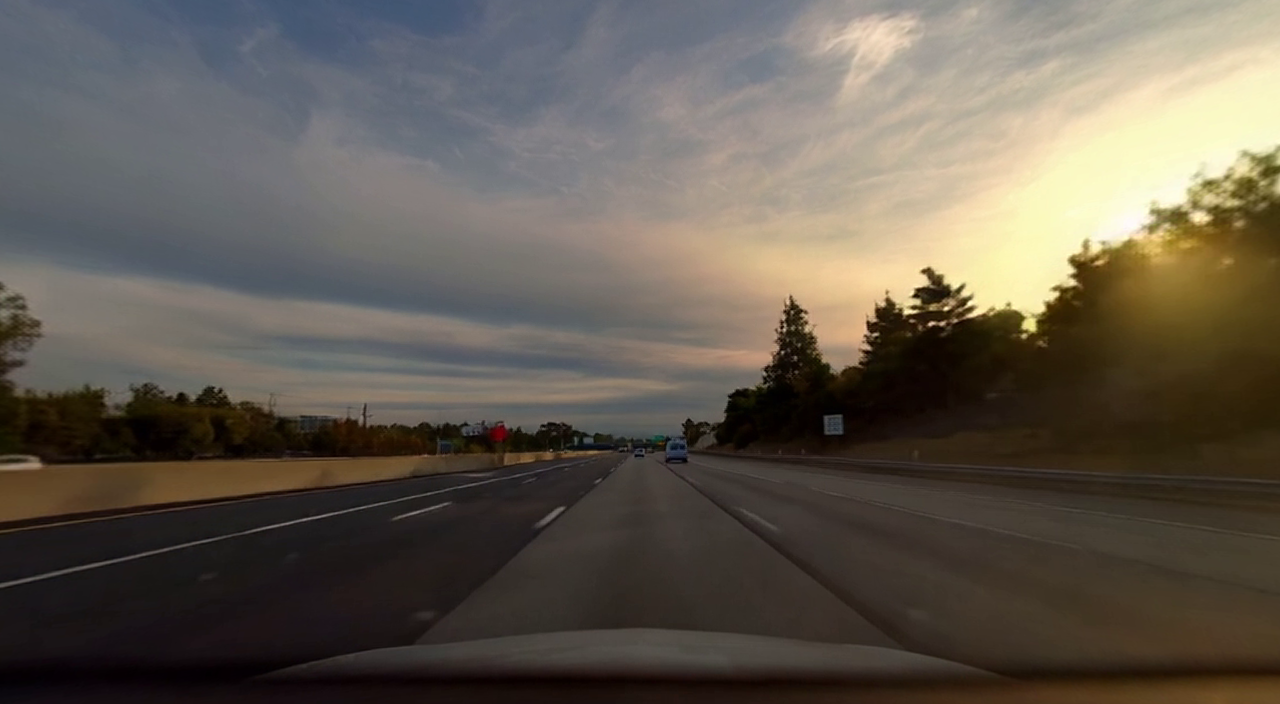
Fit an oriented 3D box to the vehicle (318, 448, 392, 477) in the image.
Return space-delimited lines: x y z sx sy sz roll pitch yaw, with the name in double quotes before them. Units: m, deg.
"vehicle" -15.642 6.075 34.911 1.903 1.486 4.666 0 -9 1
